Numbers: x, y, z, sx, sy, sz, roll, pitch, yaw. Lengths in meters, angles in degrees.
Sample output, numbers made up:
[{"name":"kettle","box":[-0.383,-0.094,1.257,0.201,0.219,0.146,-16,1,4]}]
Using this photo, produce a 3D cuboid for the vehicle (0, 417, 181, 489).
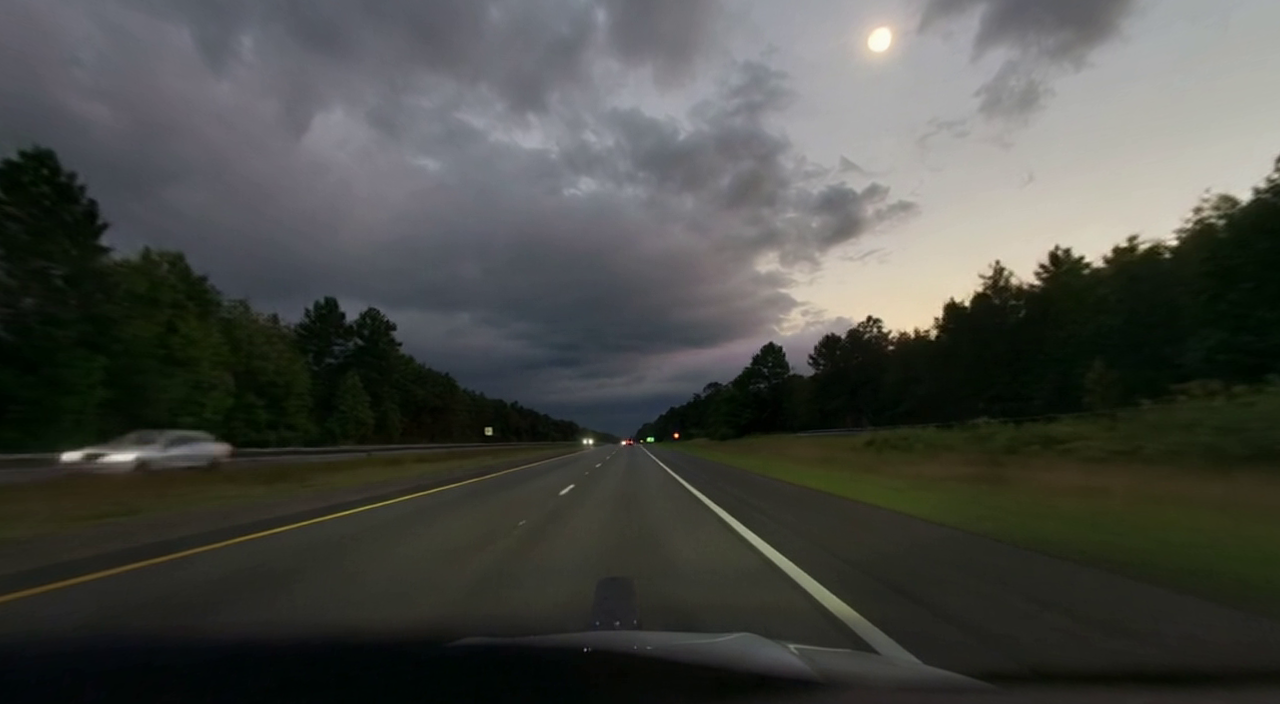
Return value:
[{"name":"vehicle","box":[-15.033,2.634,16.685,1.993,1.631,4.899,0,-8,0]}]
